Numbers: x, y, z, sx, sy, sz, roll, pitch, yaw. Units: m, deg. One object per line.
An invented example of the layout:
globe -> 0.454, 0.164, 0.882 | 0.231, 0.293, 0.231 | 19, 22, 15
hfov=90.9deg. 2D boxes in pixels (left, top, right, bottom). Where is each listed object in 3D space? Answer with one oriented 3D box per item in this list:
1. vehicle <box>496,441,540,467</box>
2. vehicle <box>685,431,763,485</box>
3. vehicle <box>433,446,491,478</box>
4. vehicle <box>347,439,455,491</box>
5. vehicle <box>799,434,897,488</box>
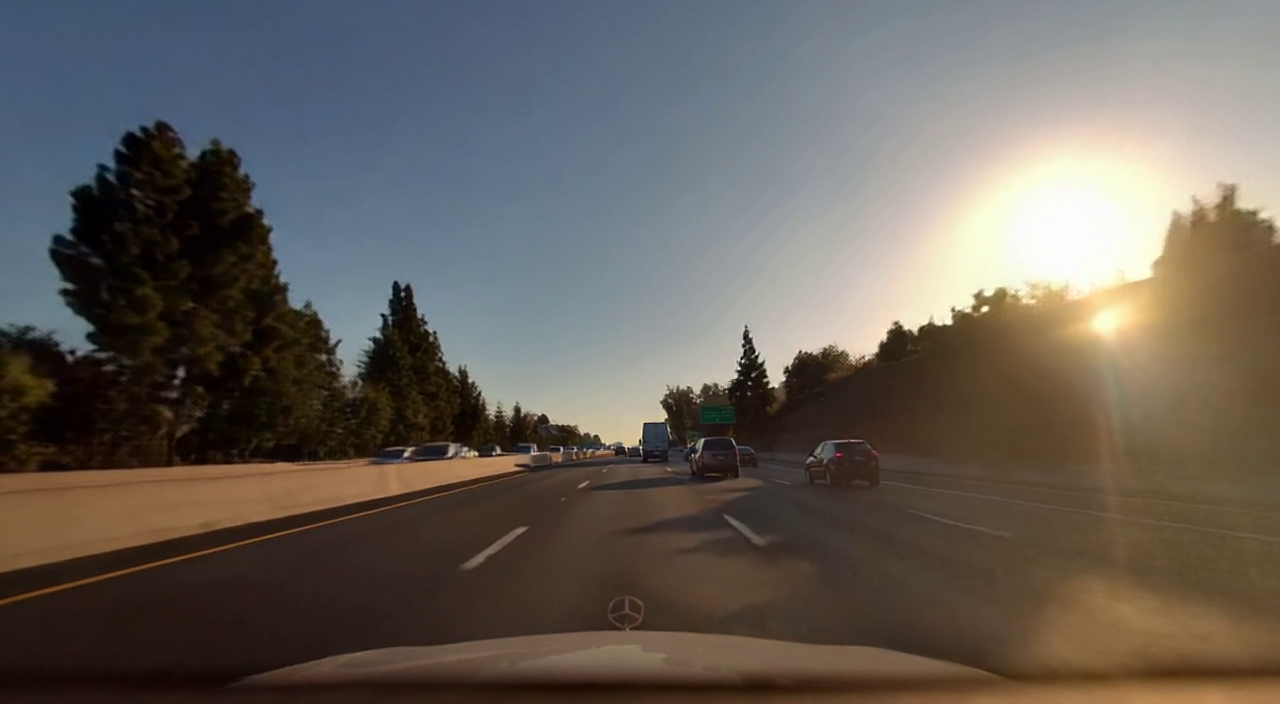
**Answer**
vehicle -> -8.485, 7.134, 44.288 | 2.112, 1.672, 4.433 | 0, -8, 1
vehicle -> 3.089, 4.019, 24.254 | 2.209, 1.862, 4.717 | 0, -8, -2
vehicle -> -8.685, 5.365, 31.015 | 1.833, 1.441, 3.593 | 0, -8, -1
vehicle -> -7.985, 3.789, 21.552 | 1.942, 1.600, 4.288 | 0, -8, 1
vehicle -> 7.290, 3.854, 22.647 | 1.976, 1.703, 4.288 | 0, -8, -1
